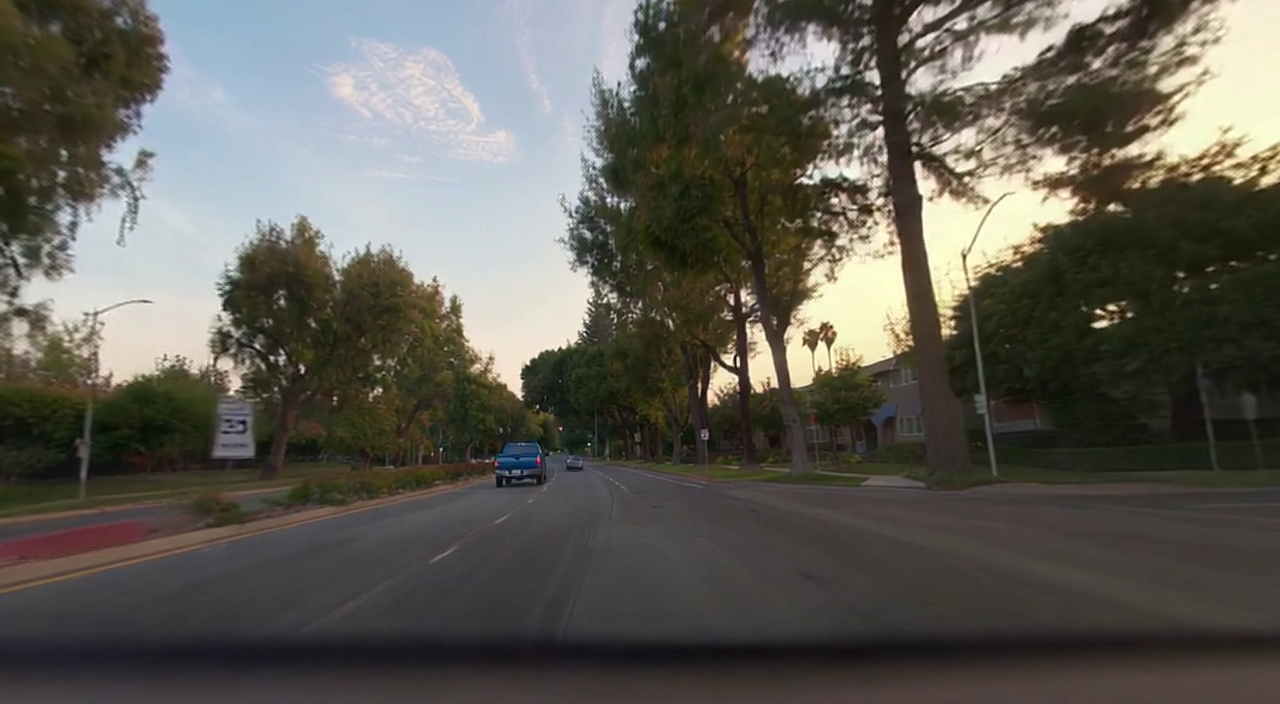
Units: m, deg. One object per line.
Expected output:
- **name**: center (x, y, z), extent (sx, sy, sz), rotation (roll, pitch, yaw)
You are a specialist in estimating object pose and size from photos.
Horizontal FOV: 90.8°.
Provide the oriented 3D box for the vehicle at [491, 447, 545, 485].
- **vehicle**: center (-6.551, 6.194, 34.614), extent (2.267, 1.849, 6.402), rotation (1, -9, -5)
